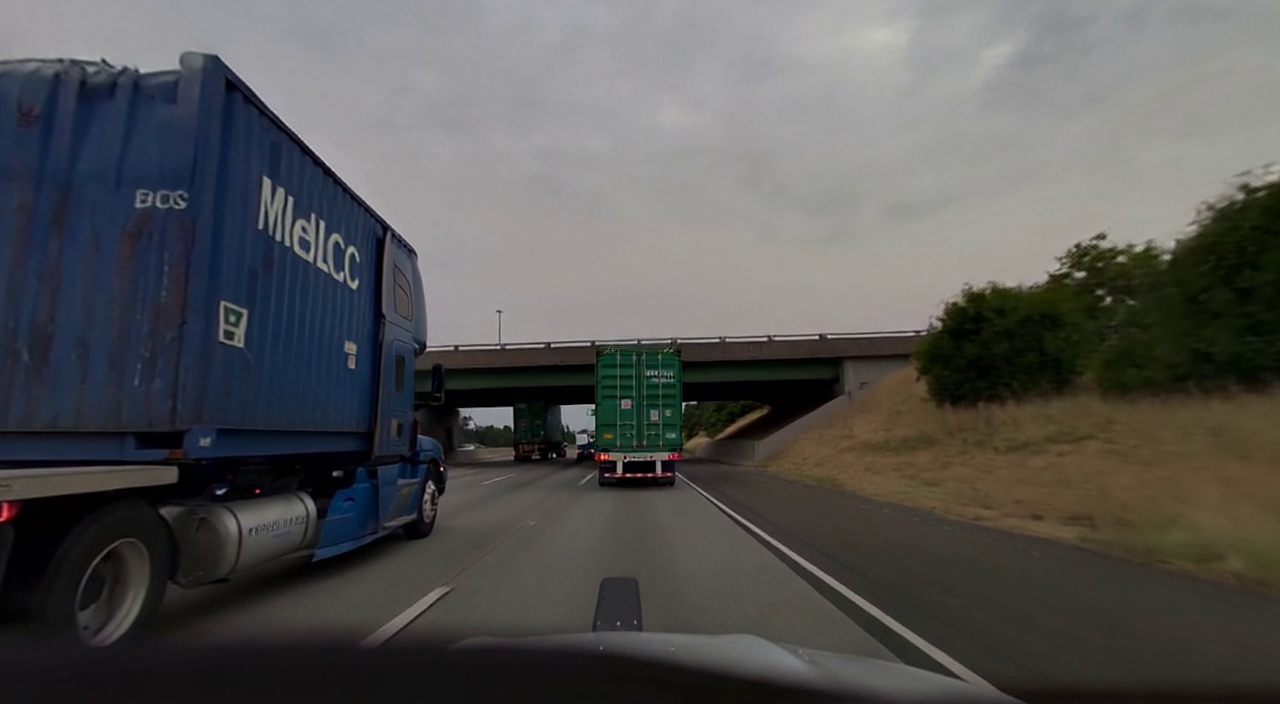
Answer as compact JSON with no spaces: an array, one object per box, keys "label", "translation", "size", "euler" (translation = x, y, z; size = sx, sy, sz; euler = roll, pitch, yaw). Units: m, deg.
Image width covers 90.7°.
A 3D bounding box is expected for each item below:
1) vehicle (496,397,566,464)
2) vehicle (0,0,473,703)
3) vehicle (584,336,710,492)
[{"label":"vehicle","translation":[-7.468,5.759,45.379],"size":[3.023,4.139,11.860],"euler":[0,-9,-1]},{"label":"vehicle","translation":[-3.545,-0.085,3.807],"size":[3.187,3.949,6.963],"euler":[0,-9,0]},{"label":"vehicle","translation":[0.045,2.203,20.873],"size":[3.357,4.212,7.519],"euler":[0,-9,-2]}]
